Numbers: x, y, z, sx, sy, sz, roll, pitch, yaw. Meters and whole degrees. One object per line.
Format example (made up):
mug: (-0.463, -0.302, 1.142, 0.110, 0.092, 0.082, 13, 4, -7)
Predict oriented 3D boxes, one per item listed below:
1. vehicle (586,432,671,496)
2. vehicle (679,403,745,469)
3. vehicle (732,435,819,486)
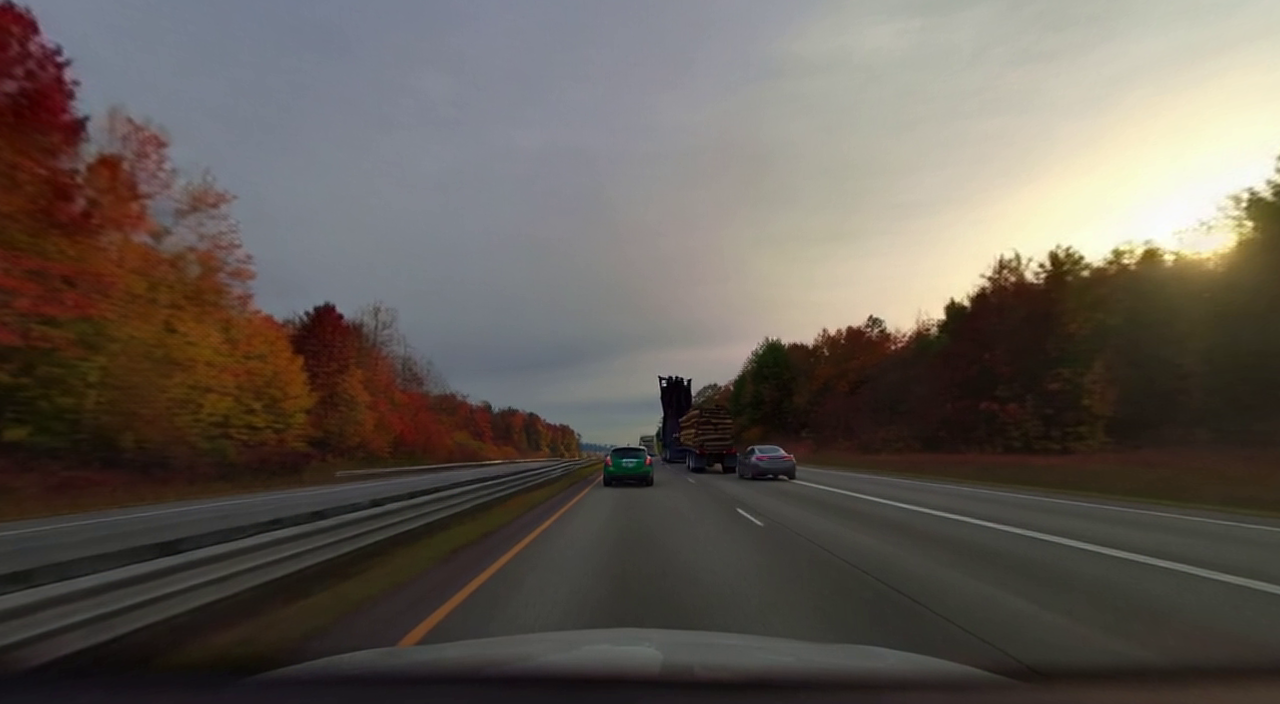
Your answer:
vehicle: (-0.316, 3.322, 18.911, 2.263, 1.699, 3.936, 0, -9, 0)
vehicle: (4.528, 5.640, 41.519, 3.125, 3.895, 8.461, 0, -9, -1)
vehicle: (4.822, 3.944, 23.031, 2.057, 1.660, 4.525, 0, -9, -2)
